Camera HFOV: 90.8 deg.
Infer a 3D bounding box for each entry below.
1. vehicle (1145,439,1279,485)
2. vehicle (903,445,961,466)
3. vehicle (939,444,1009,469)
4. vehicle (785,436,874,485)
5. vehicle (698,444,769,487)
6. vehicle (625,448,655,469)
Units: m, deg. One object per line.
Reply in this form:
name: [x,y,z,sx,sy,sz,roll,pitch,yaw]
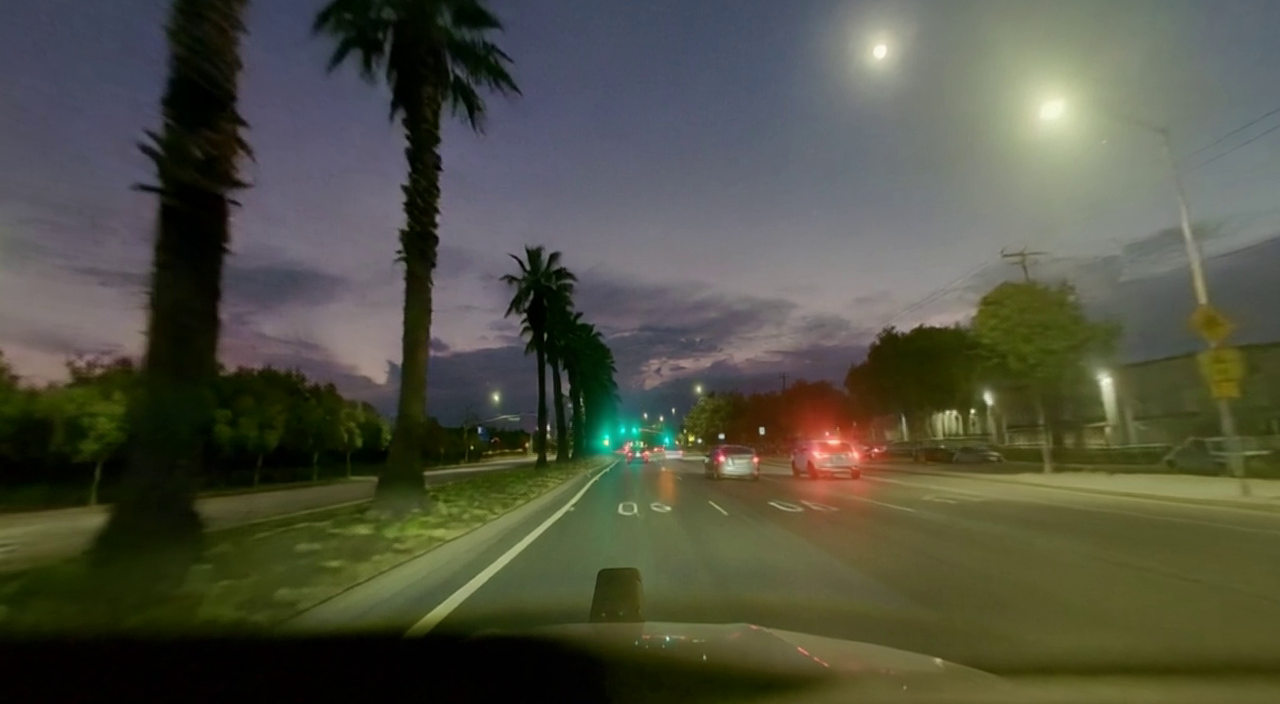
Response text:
vehicle: [21.144,3.916,22.811,1.943,1.467,4.706,0,-8,0]
vehicle: [20.961,7.440,45.535,1.844,1.464,4.546,0,-9,-2]
vehicle: [20.976,6.576,39.883,1.852,1.448,4.601,0,-8,-1]
vehicle: [7.023,4.059,23.918,1.916,1.646,4.258,0,-9,-1]
vehicle: [3.444,4.269,24.091,1.875,1.452,4.453,0,-9,-2]
vehicle: [-0.060,7.593,45.259,2.031,1.444,4.361,0,-8,-1]
